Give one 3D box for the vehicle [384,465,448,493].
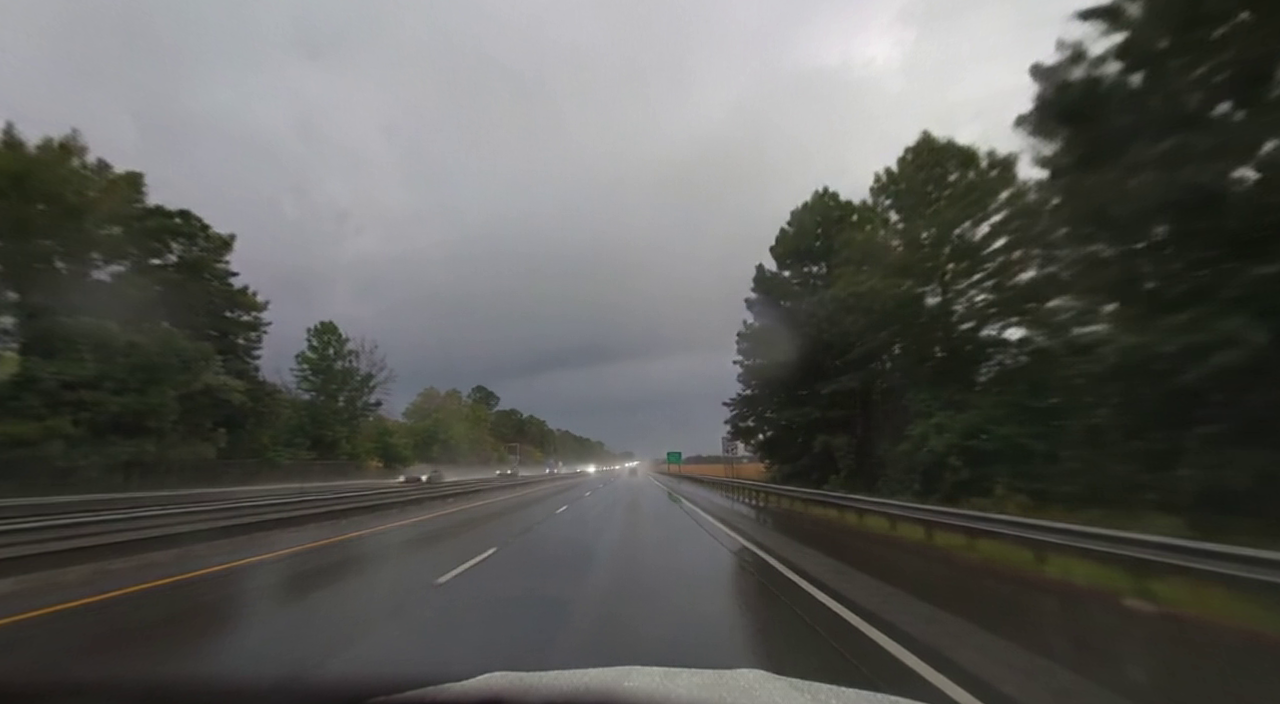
[{"bbox_3d":[-12.372,7.054,35.087,1.930,1.414,4.129,1,-10,1],"label":"vehicle"}]
